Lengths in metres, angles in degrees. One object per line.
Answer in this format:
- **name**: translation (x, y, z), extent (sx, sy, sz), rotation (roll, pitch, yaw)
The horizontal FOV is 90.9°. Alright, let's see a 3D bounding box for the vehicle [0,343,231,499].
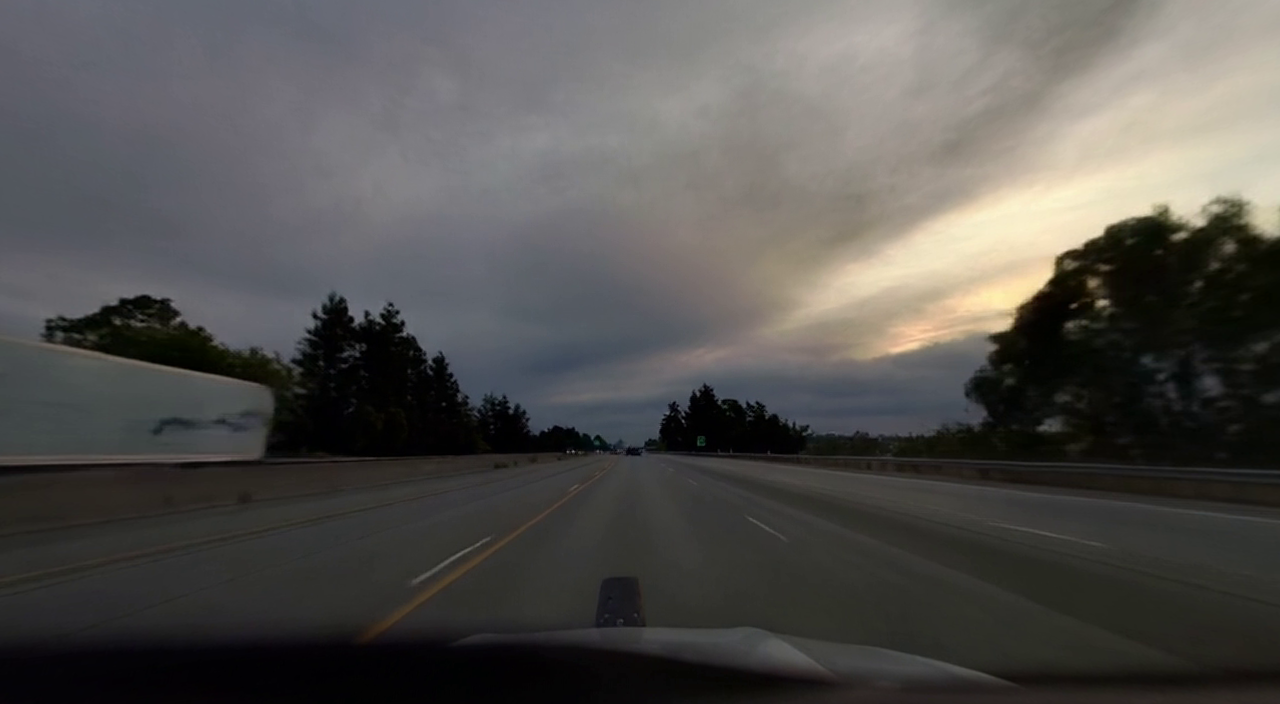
- **vehicle**: translation (-15.878, 2.131, 18.080), extent (2.845, 3.539, 7.683), rotation (0, -9, 1)
